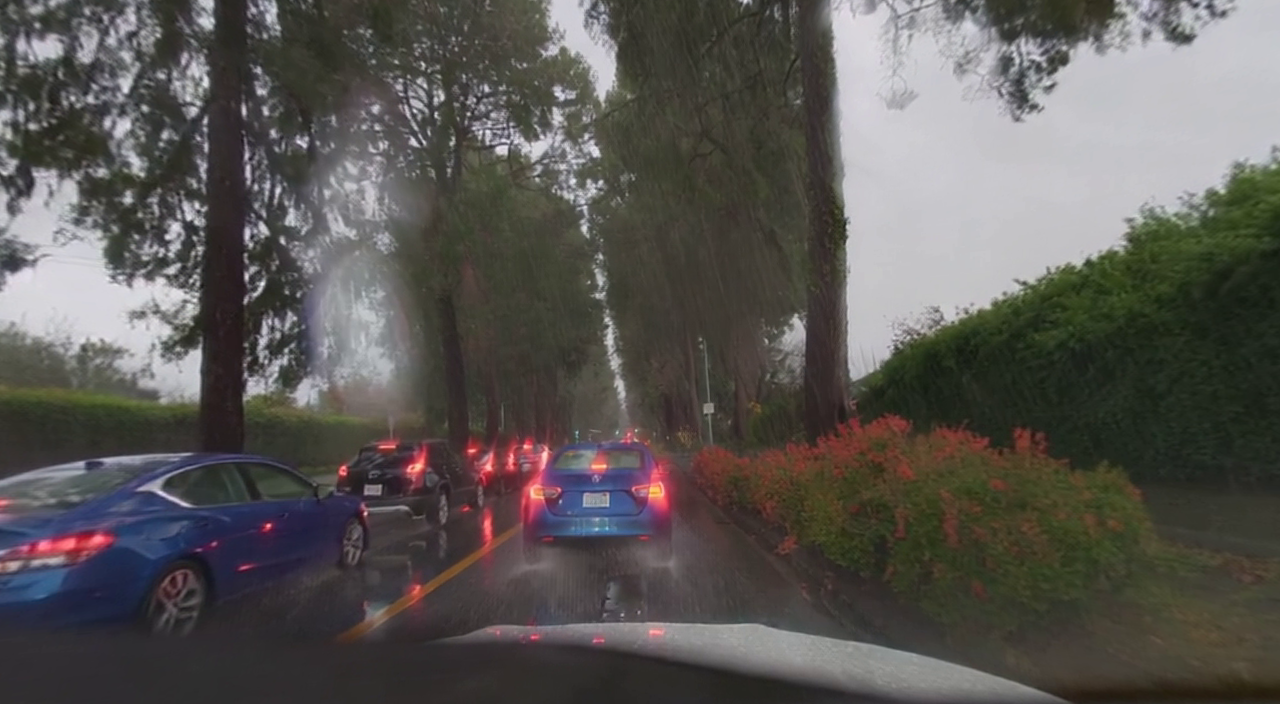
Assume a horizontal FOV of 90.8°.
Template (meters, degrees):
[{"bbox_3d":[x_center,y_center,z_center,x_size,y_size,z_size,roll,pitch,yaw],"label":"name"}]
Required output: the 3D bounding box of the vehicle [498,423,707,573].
[{"bbox_3d":[-0.412,1.794,8.561,2.127,1.517,4.090,0,-8,-1],"label":"vehicle"}]

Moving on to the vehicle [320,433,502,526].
[{"bbox_3d":[-4.256,2.427,12.629,1.898,1.503,4.453,0,-8,1],"label":"vehicle"}]

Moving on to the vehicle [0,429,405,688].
[{"bbox_3d":[-3.817,1.449,5.631,1.784,1.408,4.141,0,-8,1],"label":"vehicle"}]
